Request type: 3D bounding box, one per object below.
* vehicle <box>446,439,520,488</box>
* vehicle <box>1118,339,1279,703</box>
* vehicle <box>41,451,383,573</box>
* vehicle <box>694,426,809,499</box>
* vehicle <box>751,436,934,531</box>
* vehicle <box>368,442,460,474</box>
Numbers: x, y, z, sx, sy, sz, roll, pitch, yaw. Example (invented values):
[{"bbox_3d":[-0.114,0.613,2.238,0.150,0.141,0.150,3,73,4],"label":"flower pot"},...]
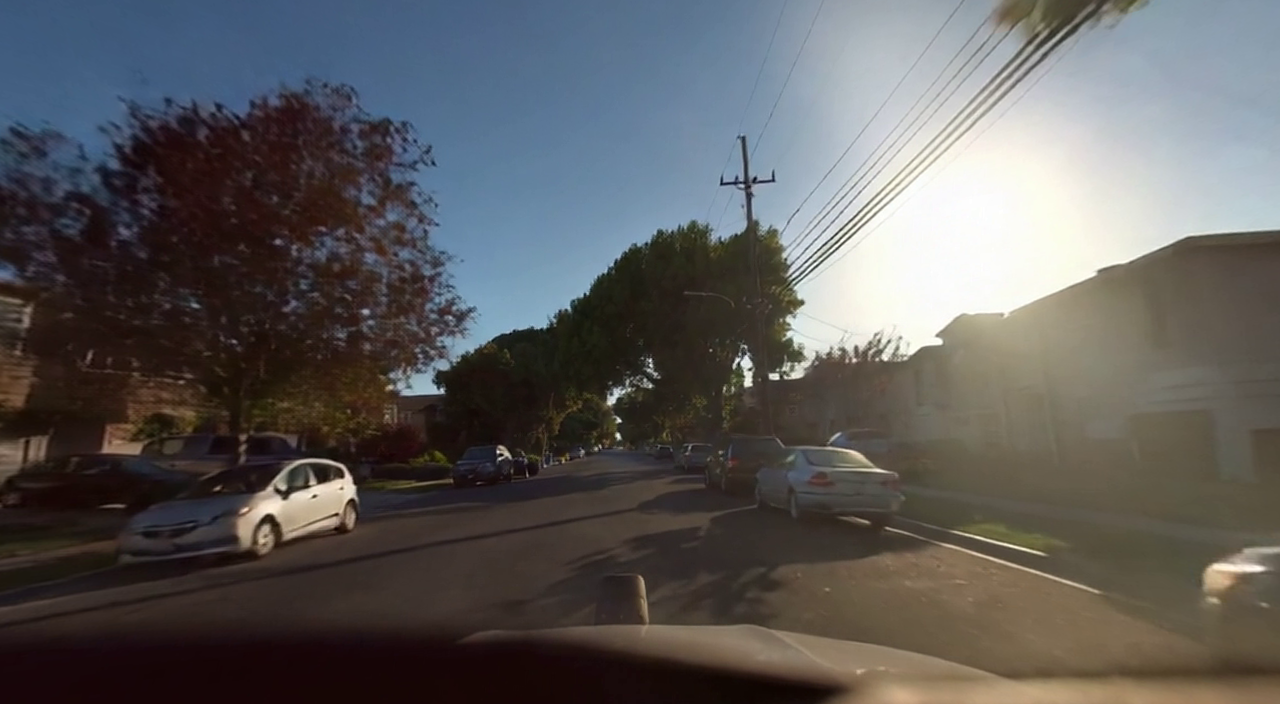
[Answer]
[{"bbox_3d":[-6.632,4.758,27.117,2.118,1.753,4.377,-4,-9,-2],"label":"vehicle"},{"bbox_3d":[3.521,0.573,0.699,2.247,1.618,4.655,2,-8,-2],"label":"vehicle"},{"bbox_3d":[-6.279,2.354,10.240,2.199,1.439,4.757,-1,-9,0],"label":"vehicle"},{"bbox_3d":[3.023,3.169,18.574,2.122,1.809,5.421,0,-8,-3],"label":"vehicle"},{"bbox_3d":[3.561,2.386,12.148,1.848,1.436,4.582,0,-8,-2],"label":"vehicle"},{"bbox_3d":[-13.606,6.373,38.209,4.729,1.831,2.174,0,-9,-1],"label":"vehicle"}]
